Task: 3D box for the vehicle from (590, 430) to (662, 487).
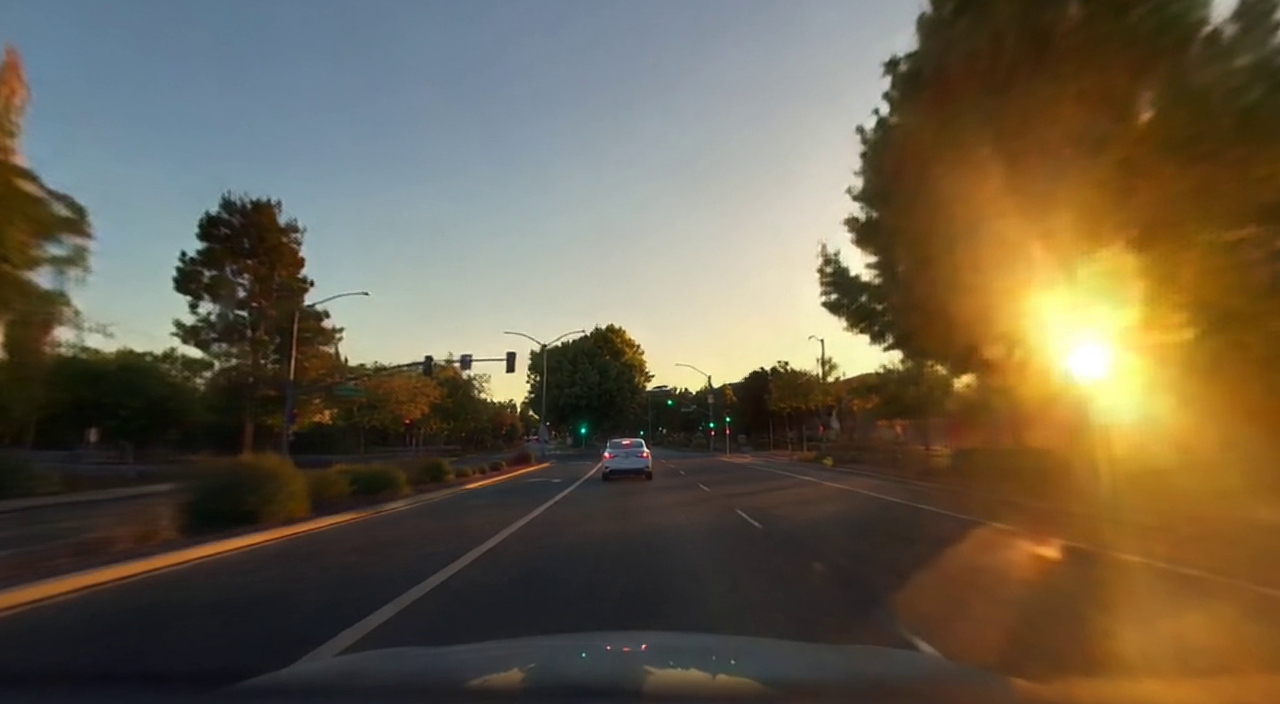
[{"bbox_3d":[-0.471,3.555,21.329,2.192,1.734,4.176,0,-8,-1],"label":"vehicle"}]
